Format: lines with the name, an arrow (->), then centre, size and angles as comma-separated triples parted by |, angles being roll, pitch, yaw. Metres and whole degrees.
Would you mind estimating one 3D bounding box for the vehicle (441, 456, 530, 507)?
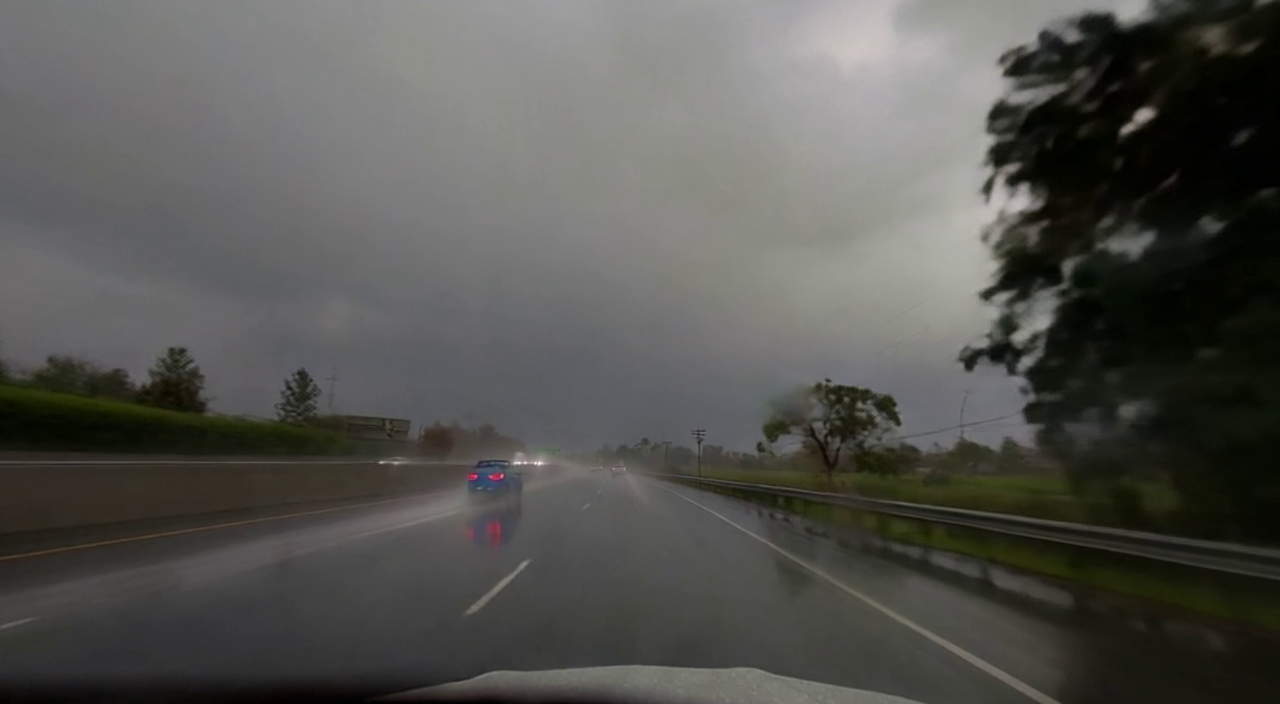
vehicle -> -5.728, 4.889, 24.011 | 2.194, 1.704, 4.421 | 0, -10, 1
